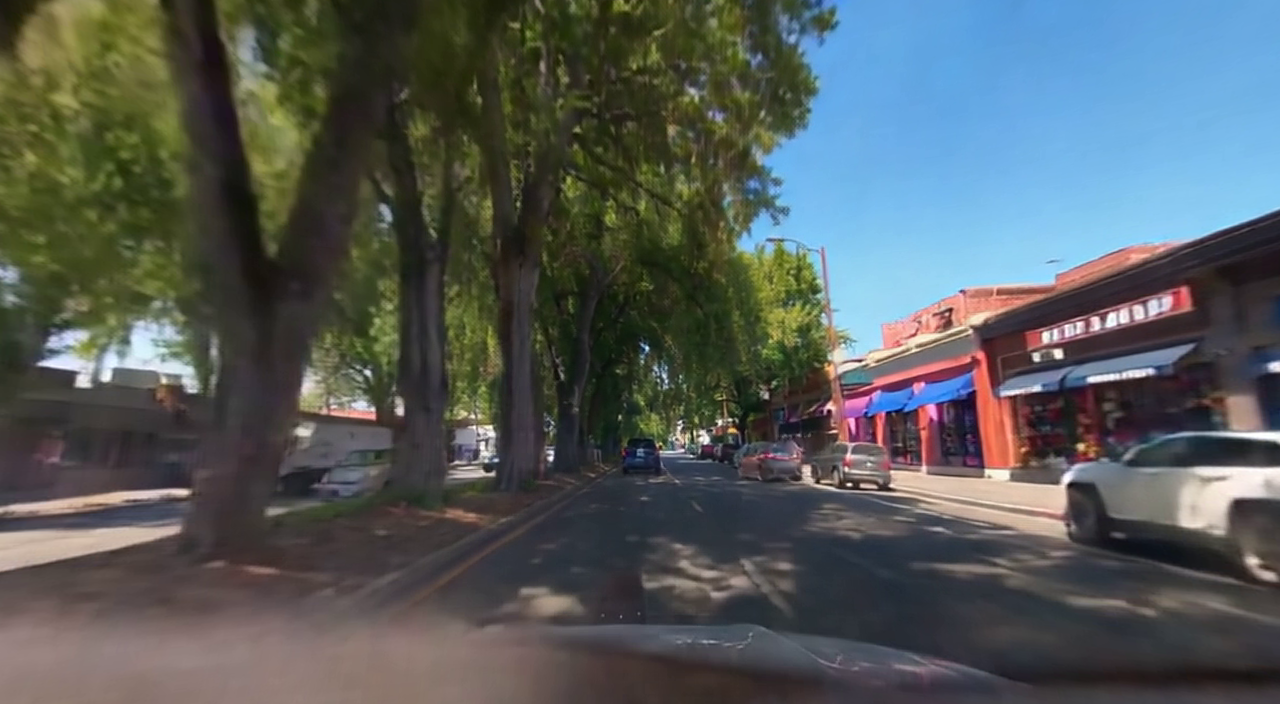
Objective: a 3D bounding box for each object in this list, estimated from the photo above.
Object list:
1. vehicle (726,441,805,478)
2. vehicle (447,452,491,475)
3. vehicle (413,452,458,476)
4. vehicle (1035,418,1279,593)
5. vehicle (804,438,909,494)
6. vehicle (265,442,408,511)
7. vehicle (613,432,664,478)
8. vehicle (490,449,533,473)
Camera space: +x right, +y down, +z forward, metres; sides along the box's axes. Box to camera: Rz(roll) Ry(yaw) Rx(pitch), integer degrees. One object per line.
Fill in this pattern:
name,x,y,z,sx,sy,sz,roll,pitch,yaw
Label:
vehicle,6.255,5.401,32.099,2.114,1.697,4.739,2,-9,-13
vehicle,-11.810,7.728,43.831,1.808,1.459,4.129,0,-8,1
vehicle,-15.863,8.687,49.253,1.950,1.740,4.433,-1,-8,2
vehicle,7.147,1.743,7.547,2.030,1.631,4.783,3,-8,4
vehicle,7.277,3.852,21.782,2.004,1.714,4.356,0,-8,-1
vehicle,-8.338,3.420,17.901,1.977,1.669,4.387,0,-8,-2
vehicle,-0.034,5.033,31.105,2.293,2.036,4.853,0,-8,1
vehicle,-8.545,7.306,42.445,1.982,1.505,4.065,0,-8,1
